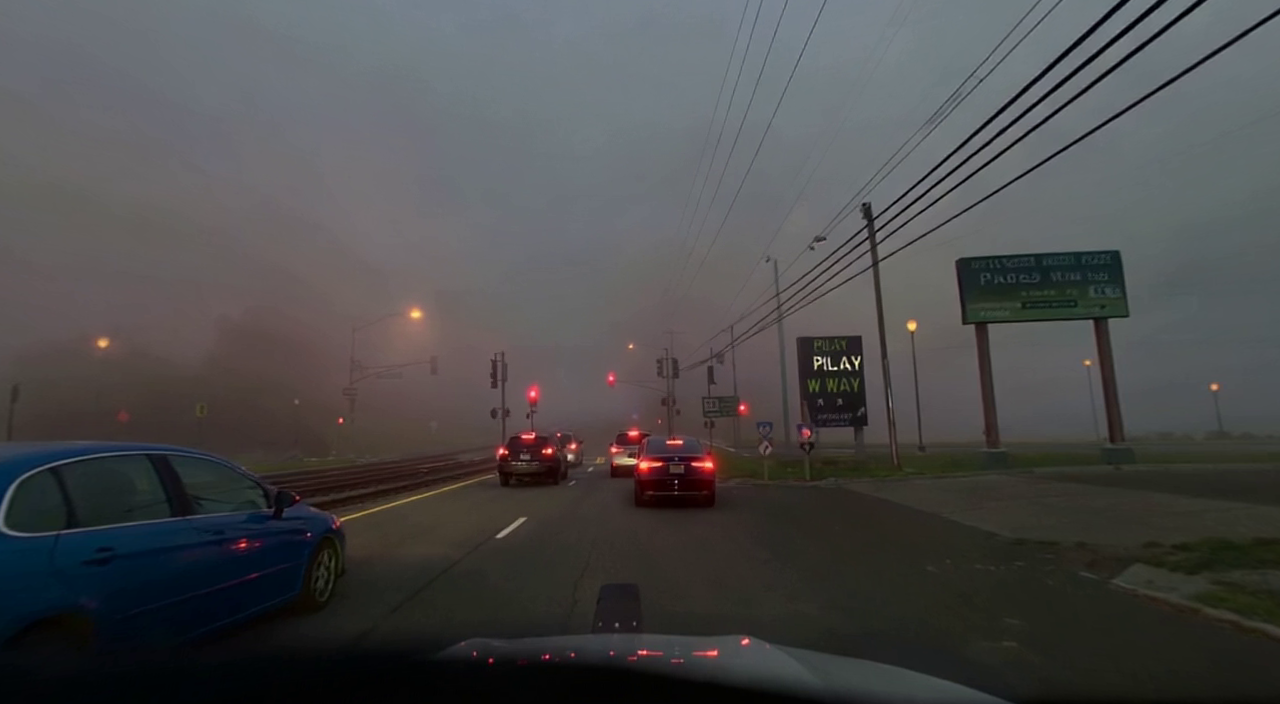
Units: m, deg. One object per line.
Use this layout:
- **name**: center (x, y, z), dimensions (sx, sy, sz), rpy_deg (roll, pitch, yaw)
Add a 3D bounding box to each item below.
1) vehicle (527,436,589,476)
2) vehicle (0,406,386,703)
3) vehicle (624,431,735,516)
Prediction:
- **vehicle**: center (-3.224, 4.188, 25.603), dimensions (1.984, 1.505, 4.047), rpy_deg (0, -9, -1)
- **vehicle**: center (-3.562, 1.186, 4.049), dimensions (1.956, 1.468, 4.585), rpy_deg (0, -9, 0)
- **vehicle**: center (0.662, 2.506, 13.512), dimensions (1.998, 1.529, 3.960), rpy_deg (0, -9, -2)
